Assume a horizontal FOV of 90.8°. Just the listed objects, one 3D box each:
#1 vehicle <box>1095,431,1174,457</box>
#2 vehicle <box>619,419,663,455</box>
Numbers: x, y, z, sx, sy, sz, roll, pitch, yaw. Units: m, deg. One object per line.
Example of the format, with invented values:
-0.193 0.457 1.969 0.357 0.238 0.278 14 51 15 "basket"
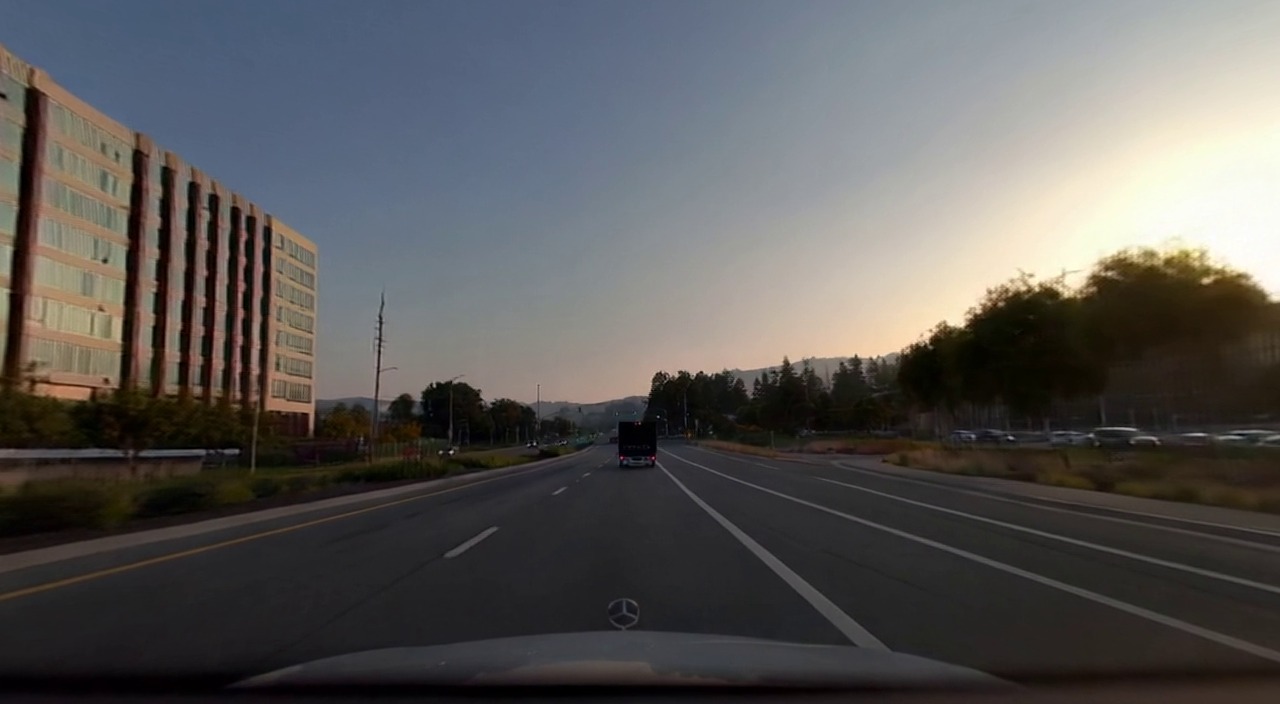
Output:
35.717 6.658 45.702 4.297 1.798 1.955 0 -8 -10 "vehicle"
-0.054 4.736 34.836 2.178 1.829 4.932 0 -9 -3 "vehicle"
